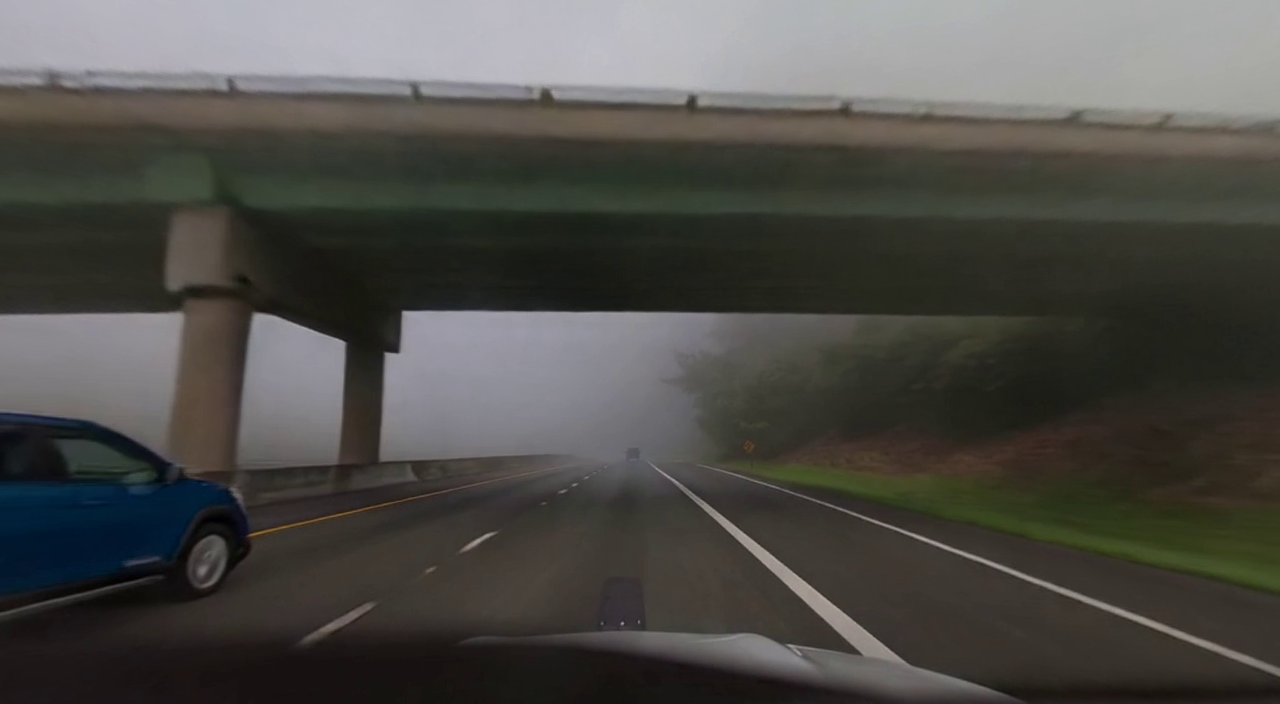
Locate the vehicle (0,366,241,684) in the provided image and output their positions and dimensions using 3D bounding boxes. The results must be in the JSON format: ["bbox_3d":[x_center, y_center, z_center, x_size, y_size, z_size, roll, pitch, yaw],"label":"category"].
[{"bbox_3d":[-4.673,0.912,3.173,2.221,1.750,4.706,0,-9,0],"label":"vehicle"}]
